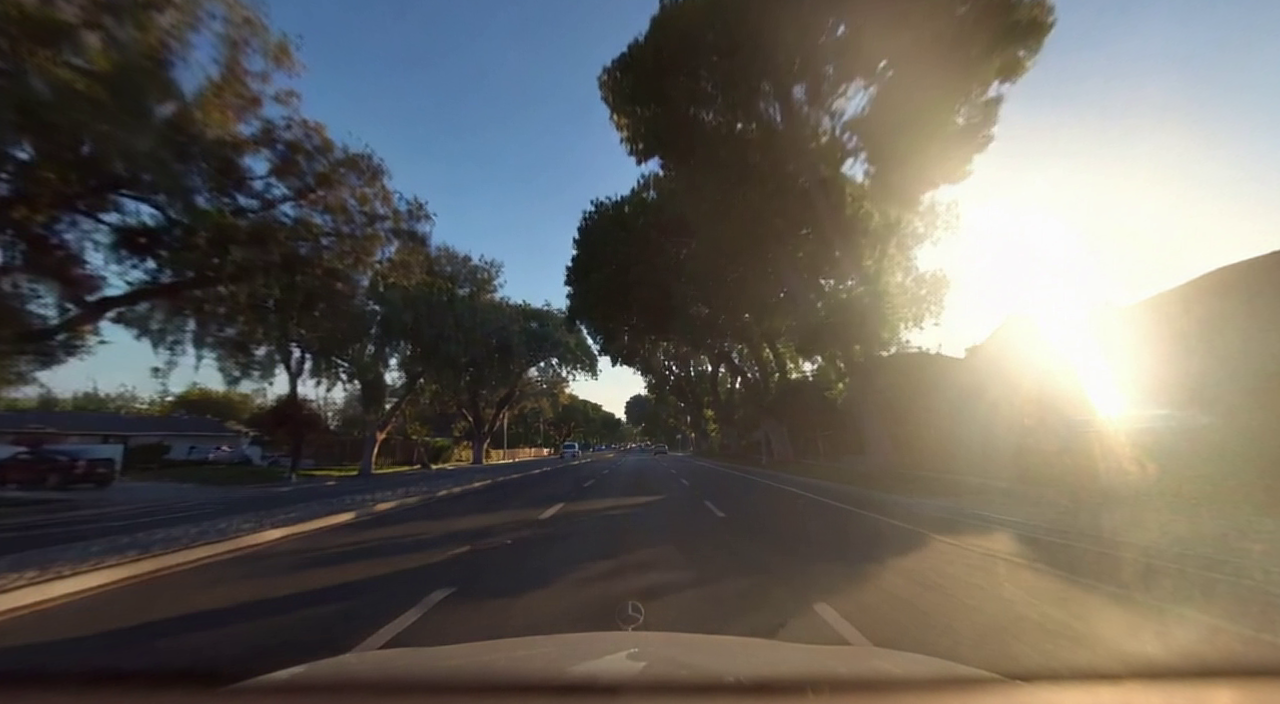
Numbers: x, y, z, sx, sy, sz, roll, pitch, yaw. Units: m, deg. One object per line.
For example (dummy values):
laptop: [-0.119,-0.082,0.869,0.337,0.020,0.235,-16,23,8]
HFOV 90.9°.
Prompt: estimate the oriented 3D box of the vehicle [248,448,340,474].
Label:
vehicle: [-21.294,6.705,38.961,4.503,1.529,1.860,1,-8,-7]

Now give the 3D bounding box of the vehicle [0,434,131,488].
vehicle: [-24.495,4.423,25.654,5.636,1.965,2.262,-2,-7,1]
